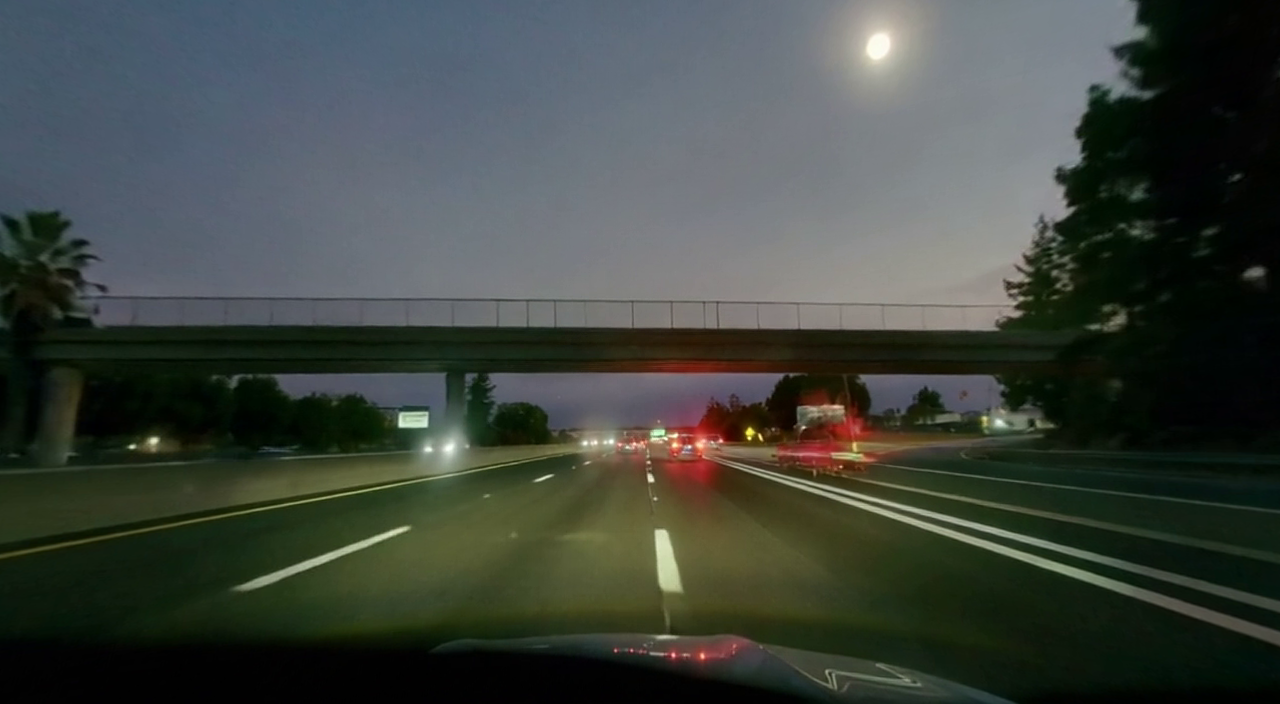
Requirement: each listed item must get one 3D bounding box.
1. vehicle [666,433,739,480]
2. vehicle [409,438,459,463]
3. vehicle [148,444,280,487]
[{"bbox_3d":[2.330,4.041,24.897,2.240,1.646,4.949,1,-8,-1],"label":"vehicle"},{"bbox_3d":[-13.582,6.497,41.830,1.861,1.490,4.157,0,-8,1],"label":"vehicle"},{"bbox_3d":[-16.753,4.444,25.104,1.986,1.496,4.593,0,-8,1],"label":"vehicle"}]
